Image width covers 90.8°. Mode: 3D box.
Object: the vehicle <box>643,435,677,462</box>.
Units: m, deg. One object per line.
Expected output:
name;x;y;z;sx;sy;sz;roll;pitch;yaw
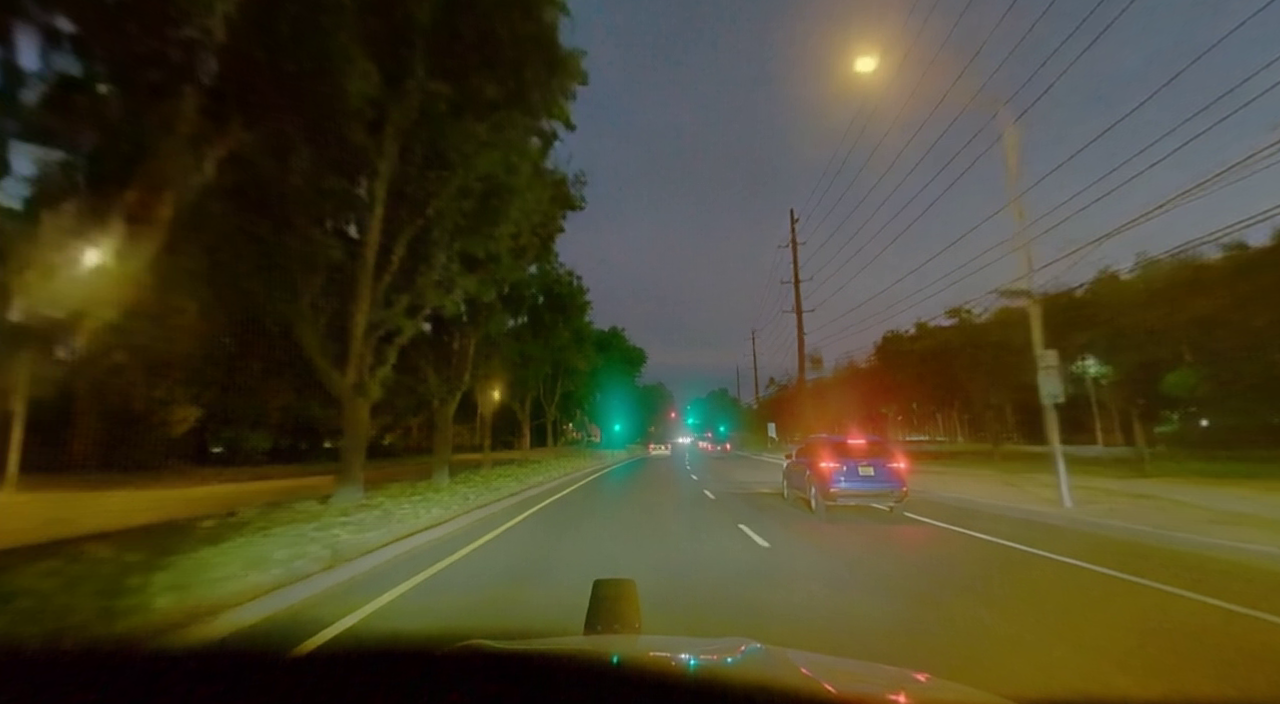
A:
vehicle;1.420;6.622;43.451;2.163;1.746;4.073;-1;-9;4

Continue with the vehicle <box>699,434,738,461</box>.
vehicle;5.555;6.856;45.438;2.254;1.840;4.918;-1;-9;1

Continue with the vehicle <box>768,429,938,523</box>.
vehicle;3.939;2.358;12.563;1.881;1.512;4.294;-1;-9;0
